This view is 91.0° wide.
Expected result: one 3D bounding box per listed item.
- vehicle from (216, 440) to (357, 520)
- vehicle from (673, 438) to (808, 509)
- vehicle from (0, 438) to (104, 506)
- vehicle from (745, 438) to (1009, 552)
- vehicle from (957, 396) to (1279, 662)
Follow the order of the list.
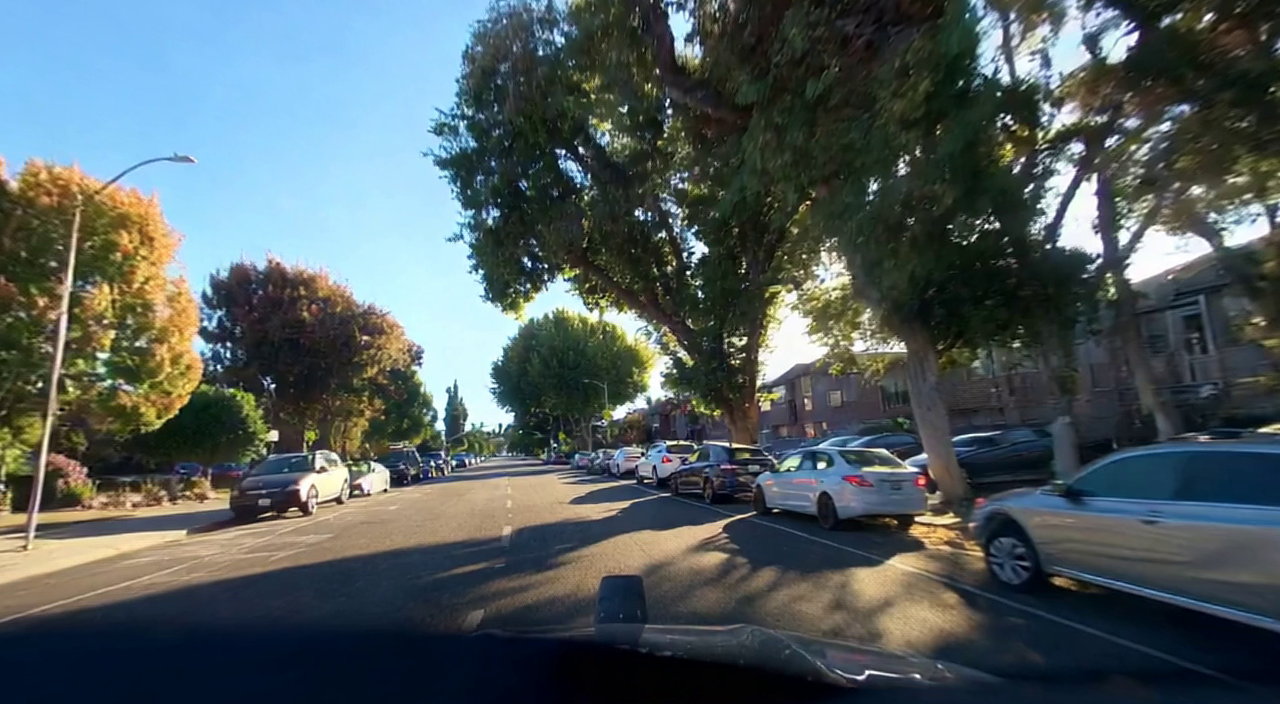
[{"bbox_3d":[-9.895,3.589,18.174,2.072,1.840,5.197,-1,-9,-12],"label":"vehicle"},{"bbox_3d":[2.318,2.949,15.848,1.954,1.507,4.356,1,-9,-11],"label":"vehicle"},{"bbox_3d":[-18.958,3.534,17.990,5.035,1.760,2.149,-2,-10,-11],"label":"vehicle"},{"bbox_3d":[3.396,2.119,10.143,1.974,1.385,4.315,1,-9,-11],"label":"vehicle"},{"bbox_3d":[4.493,1.057,4.052,2.049,1.447,4.626,1,-9,-7],"label":"vehicle"}]
